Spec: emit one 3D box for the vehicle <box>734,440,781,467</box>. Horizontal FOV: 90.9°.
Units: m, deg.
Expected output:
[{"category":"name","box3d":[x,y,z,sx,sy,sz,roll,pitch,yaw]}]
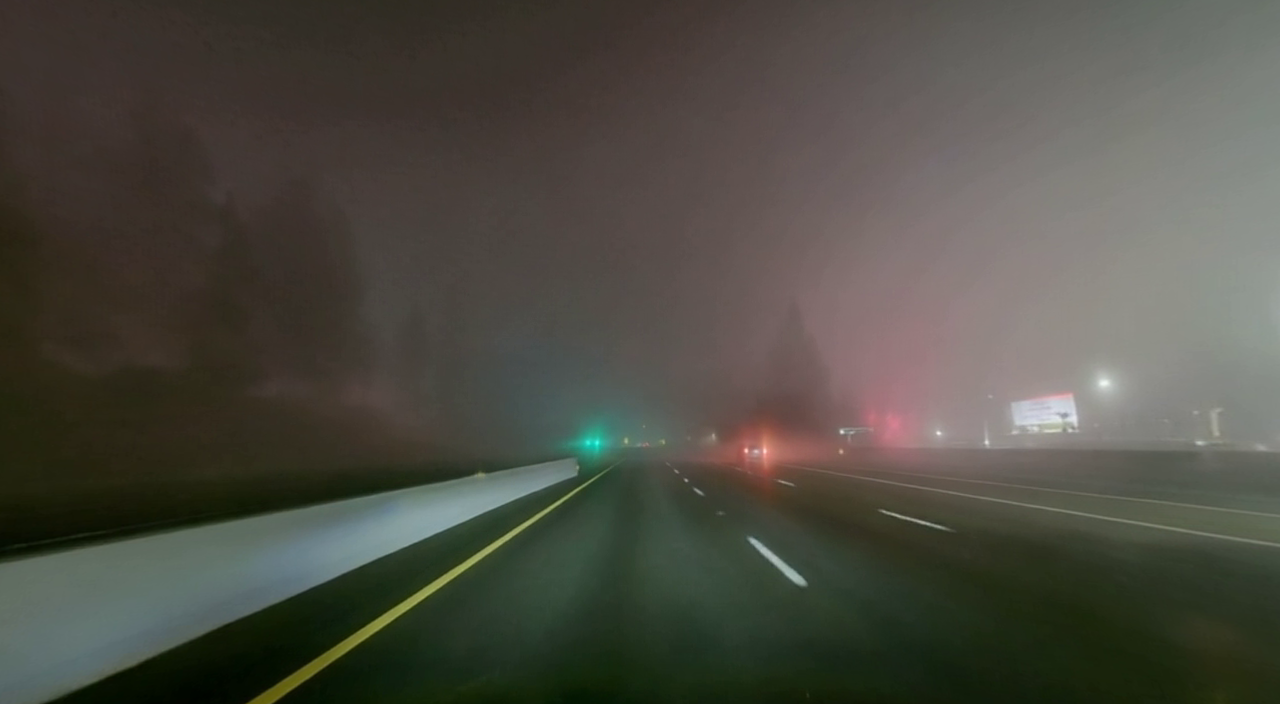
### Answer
[{"category":"vehicle","box3d":[7.029,6.102,38.134,2.025,1.484,4.208,0,-8,-1]}]
